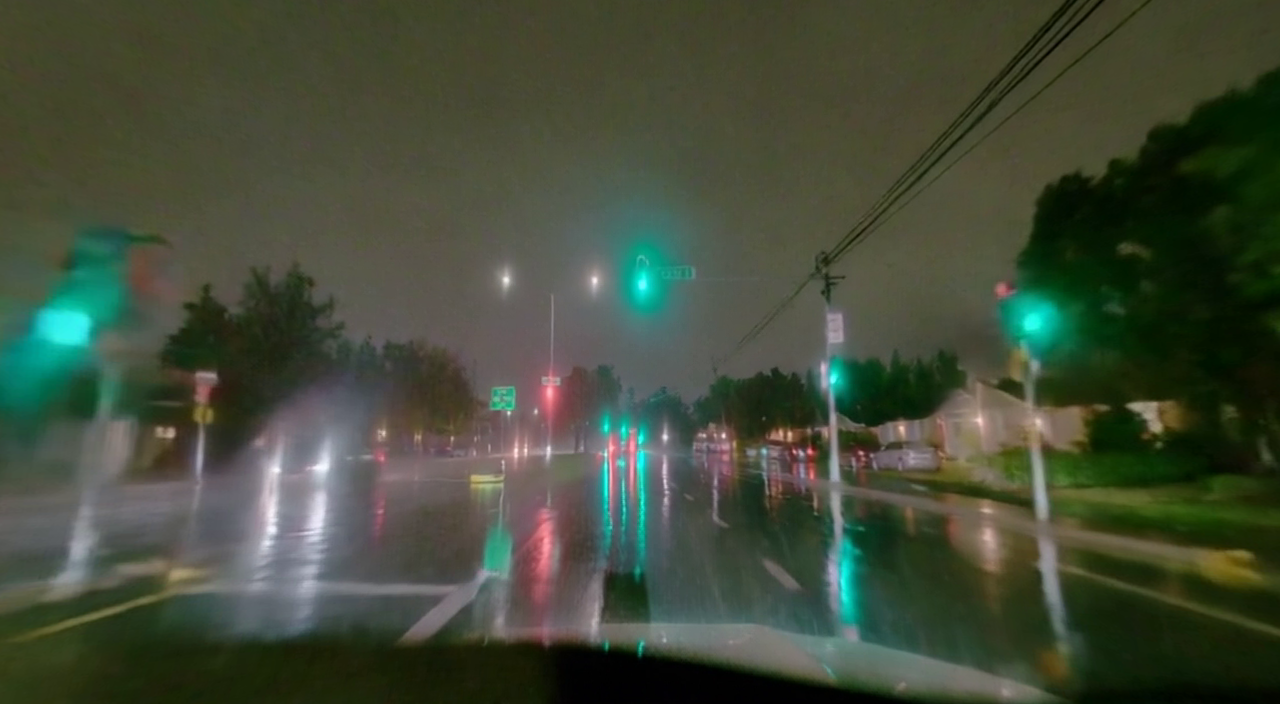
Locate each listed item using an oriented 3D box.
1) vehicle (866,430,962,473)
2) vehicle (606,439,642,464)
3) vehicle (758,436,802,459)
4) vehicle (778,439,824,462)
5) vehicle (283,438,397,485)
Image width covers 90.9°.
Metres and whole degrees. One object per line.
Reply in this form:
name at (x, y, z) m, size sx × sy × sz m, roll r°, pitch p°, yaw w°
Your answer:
vehicle at (11.668, 4.272, 27.234) m, size 2.018 × 1.665 × 4.576 m, roll 0°, pitch -8°, yaw -1°
vehicle at (-0.976, 6.069, 38.612) m, size 2.113 × 1.462 × 4.203 m, roll 0°, pitch -8°, yaw -1°
vehicle at (10.776, 7.404, 48.910) m, size 2.156 × 1.689 × 4.774 m, roll 0°, pitch -8°, yaw -1°
vehicle at (11.048, 6.771, 43.473) m, size 1.838 × 1.443 × 4.563 m, roll 0°, pitch -8°, yaw -2°
vehicle at (-10.669, 3.910, 22.873) m, size 1.995 × 1.485 × 4.560 m, roll 0°, pitch -8°, yaw -1°
